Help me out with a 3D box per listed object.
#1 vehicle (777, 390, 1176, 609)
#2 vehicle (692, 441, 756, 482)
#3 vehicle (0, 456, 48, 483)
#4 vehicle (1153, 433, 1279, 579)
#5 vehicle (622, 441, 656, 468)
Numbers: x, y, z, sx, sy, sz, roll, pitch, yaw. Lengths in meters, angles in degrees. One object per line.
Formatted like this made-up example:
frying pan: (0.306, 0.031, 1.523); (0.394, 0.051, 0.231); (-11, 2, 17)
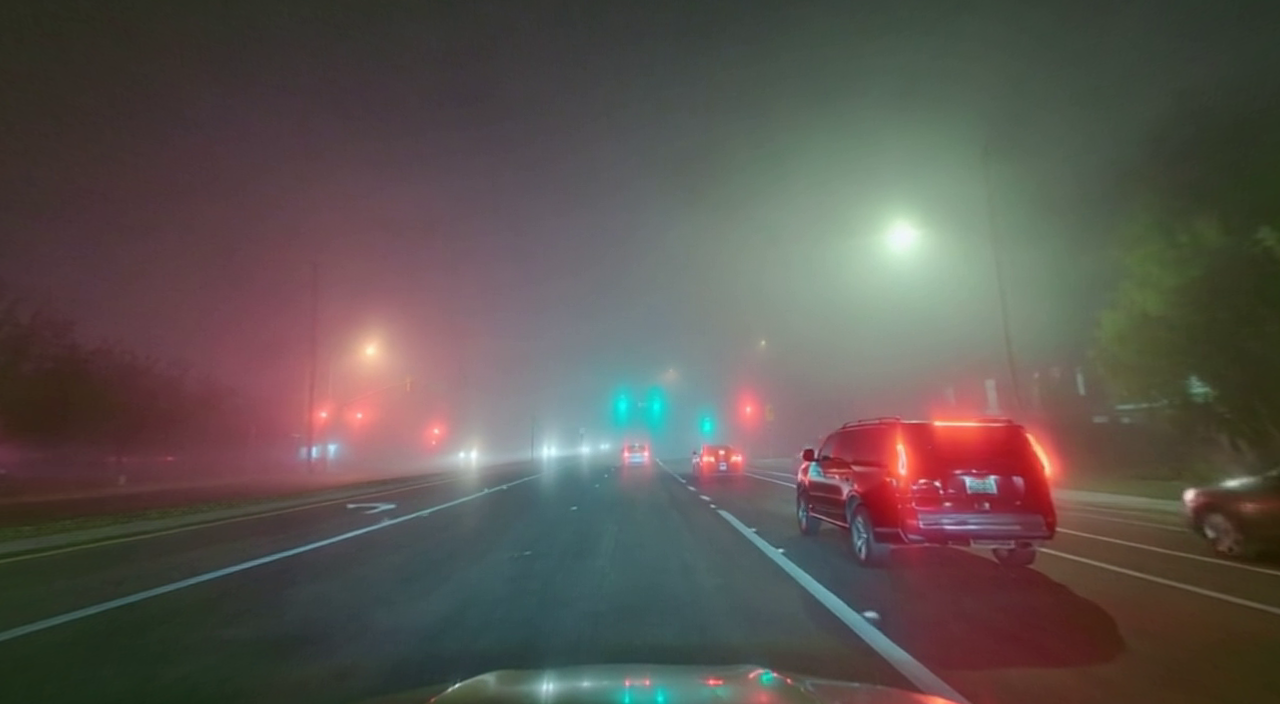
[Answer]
vehicle: (3.233, 1.538, 7.471); (2.129, 1.761, 4.610); (0, -9, 0)
vehicle: (3.167, 4.248, 24.635); (1.889, 1.451, 4.180); (0, -9, 0)
vehicle: (-38.278, 7.112, 38.390); (4.260, 1.501, 1.892); (-5, -10, 30)
vehicle: (7.314, 1.383, 5.325); (2.010, 1.421, 4.586); (0, -9, -1)
vehicle: (-0.084, 6.848, 42.207); (2.146, 1.685, 4.003); (0, -9, -1)
